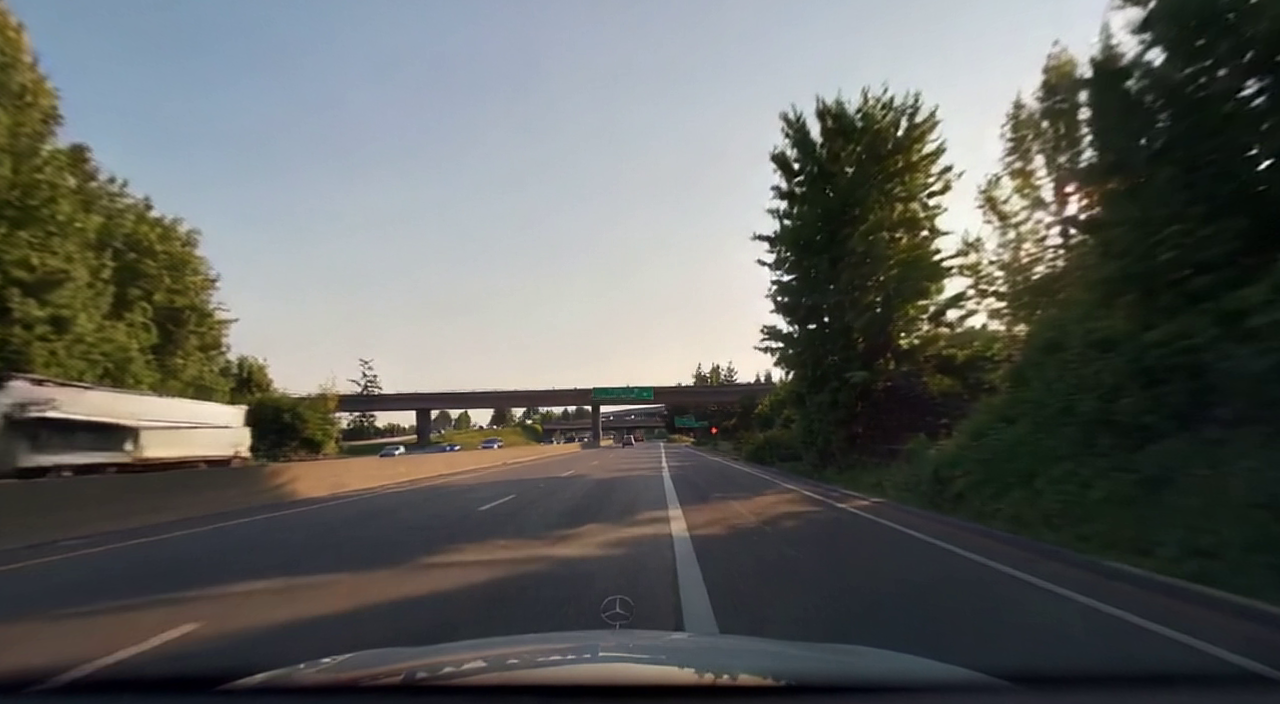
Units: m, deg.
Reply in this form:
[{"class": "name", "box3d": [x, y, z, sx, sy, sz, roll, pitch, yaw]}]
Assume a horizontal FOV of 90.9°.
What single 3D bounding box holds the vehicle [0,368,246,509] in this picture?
[{"class": "vehicle", "box3d": [-16.757, 2.543, 18.416, 3.161, 3.320, 10.997, 0, -8, 1]}]
